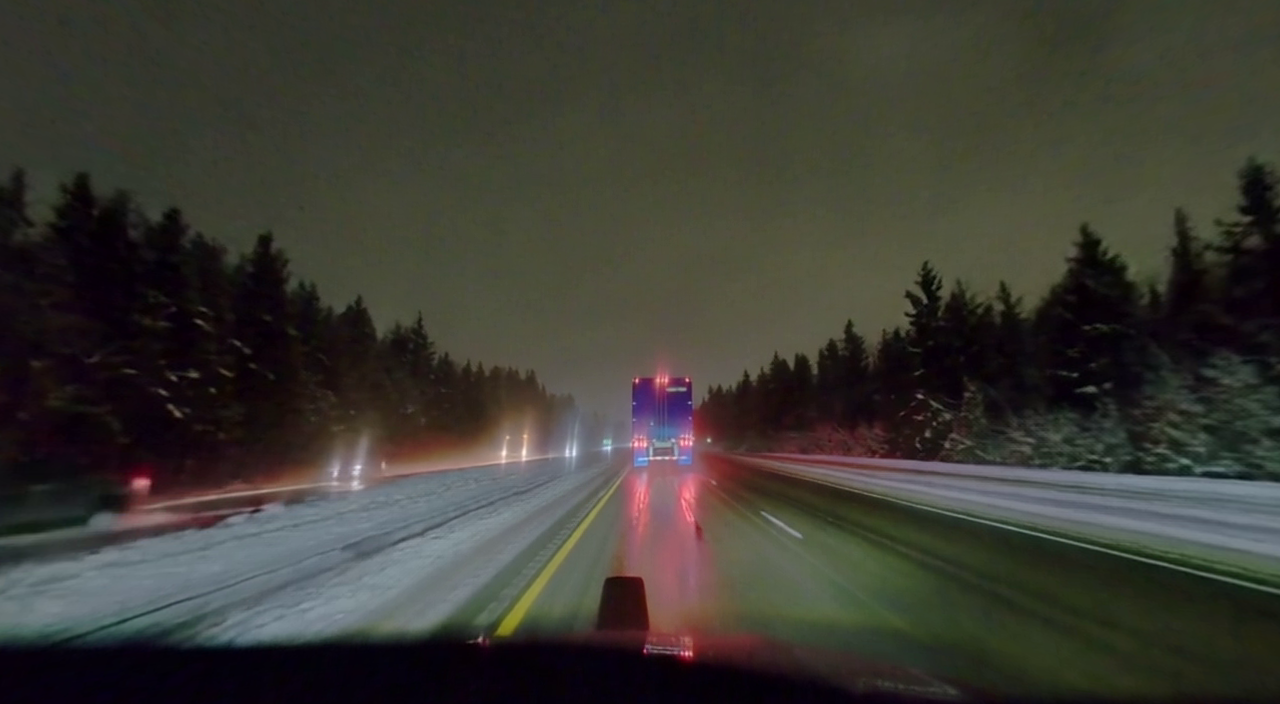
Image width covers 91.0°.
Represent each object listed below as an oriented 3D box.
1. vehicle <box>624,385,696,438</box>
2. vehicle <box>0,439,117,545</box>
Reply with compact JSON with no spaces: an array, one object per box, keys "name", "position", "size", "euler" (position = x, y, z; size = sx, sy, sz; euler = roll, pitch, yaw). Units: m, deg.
[{"name":"vehicle","position":[0.666,2.493,25.357],"size":[2.509,1.890,4.732],"euler":[0,-8,-3]},{"name":"vehicle","position":[-11.455,2.323,10.468],"size":[1.873,1.712,4.097],"euler":[0,-8,1]}]
